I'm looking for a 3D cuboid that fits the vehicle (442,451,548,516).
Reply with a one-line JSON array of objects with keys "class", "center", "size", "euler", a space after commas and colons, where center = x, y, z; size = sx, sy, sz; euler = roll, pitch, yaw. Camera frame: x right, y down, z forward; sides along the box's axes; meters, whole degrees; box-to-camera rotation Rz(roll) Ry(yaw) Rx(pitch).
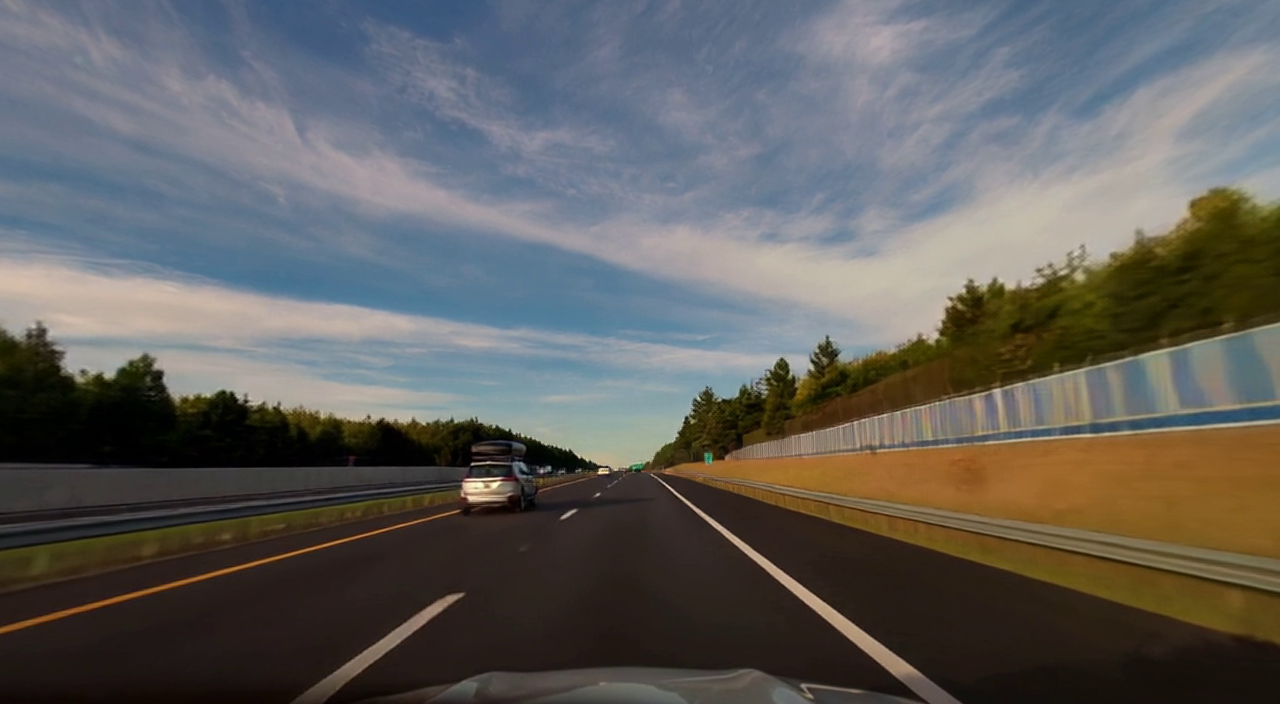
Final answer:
[{"class": "vehicle", "center": [-4.126, 3.853, 18.732], "size": [2.022, 1.650, 4.331], "euler": [0, -11, 1]}]
